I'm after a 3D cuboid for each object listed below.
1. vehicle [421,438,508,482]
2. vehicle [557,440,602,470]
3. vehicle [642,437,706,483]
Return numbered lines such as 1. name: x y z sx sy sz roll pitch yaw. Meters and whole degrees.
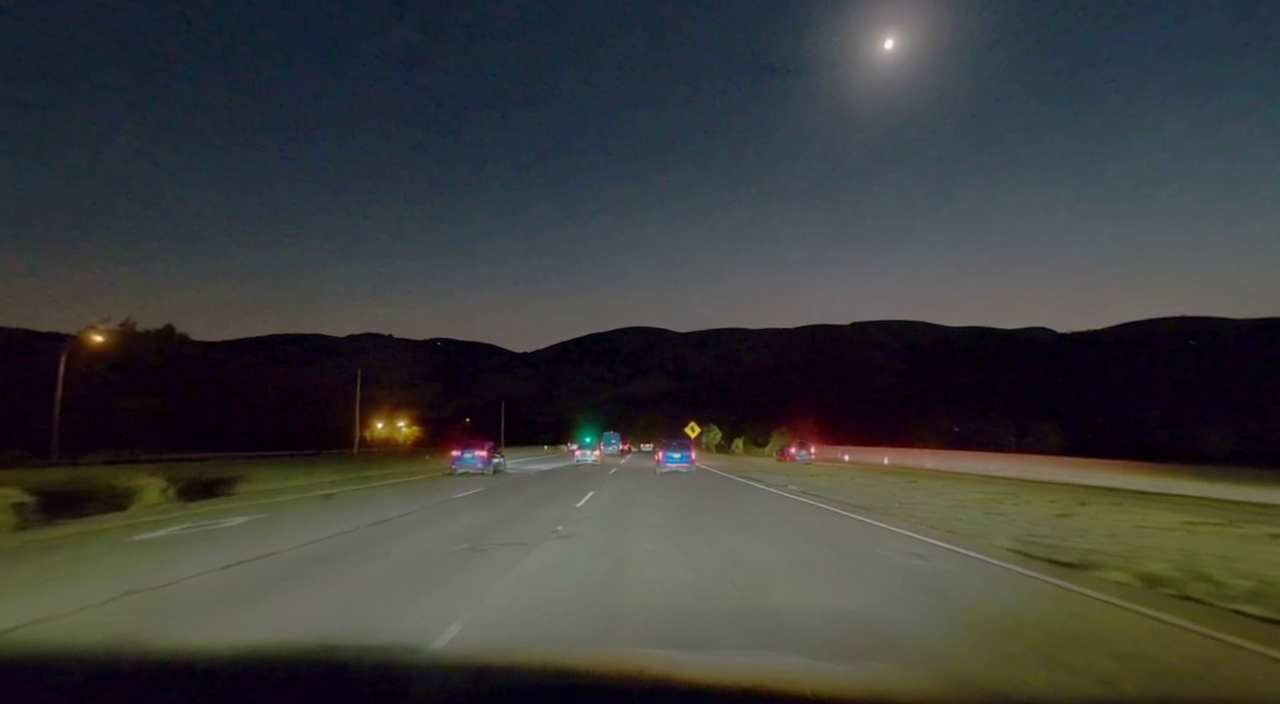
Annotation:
1. vehicle: -6.706 4.163 24.713 2.012 1.504 4.729 0 -8 1
2. vehicle: -3.187 5.543 34.157 1.990 1.501 4.250 0 -8 1
3. vehicle: 1.127 3.895 23.157 2.050 1.491 4.362 0 -8 -1
